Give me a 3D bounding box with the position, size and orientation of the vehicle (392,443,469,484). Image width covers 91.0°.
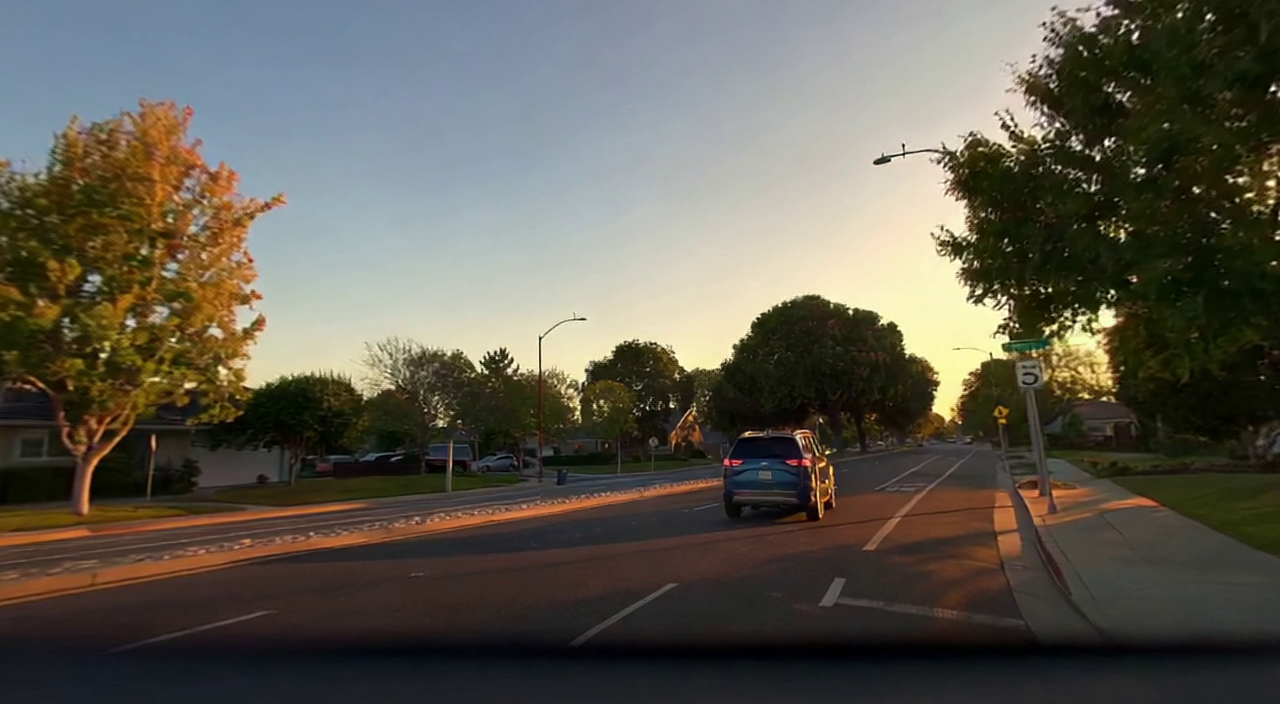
[{"bbox_3d":[-14.882,7.966,45.138,2.329,2.631,5.560,-6,-11,19],"label":"vehicle"}]

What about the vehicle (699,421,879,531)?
[{"bbox_3d":[3.150,2.342,12.572,2.018,1.733,4.546,-6,-10,32],"label":"vehicle"}]
